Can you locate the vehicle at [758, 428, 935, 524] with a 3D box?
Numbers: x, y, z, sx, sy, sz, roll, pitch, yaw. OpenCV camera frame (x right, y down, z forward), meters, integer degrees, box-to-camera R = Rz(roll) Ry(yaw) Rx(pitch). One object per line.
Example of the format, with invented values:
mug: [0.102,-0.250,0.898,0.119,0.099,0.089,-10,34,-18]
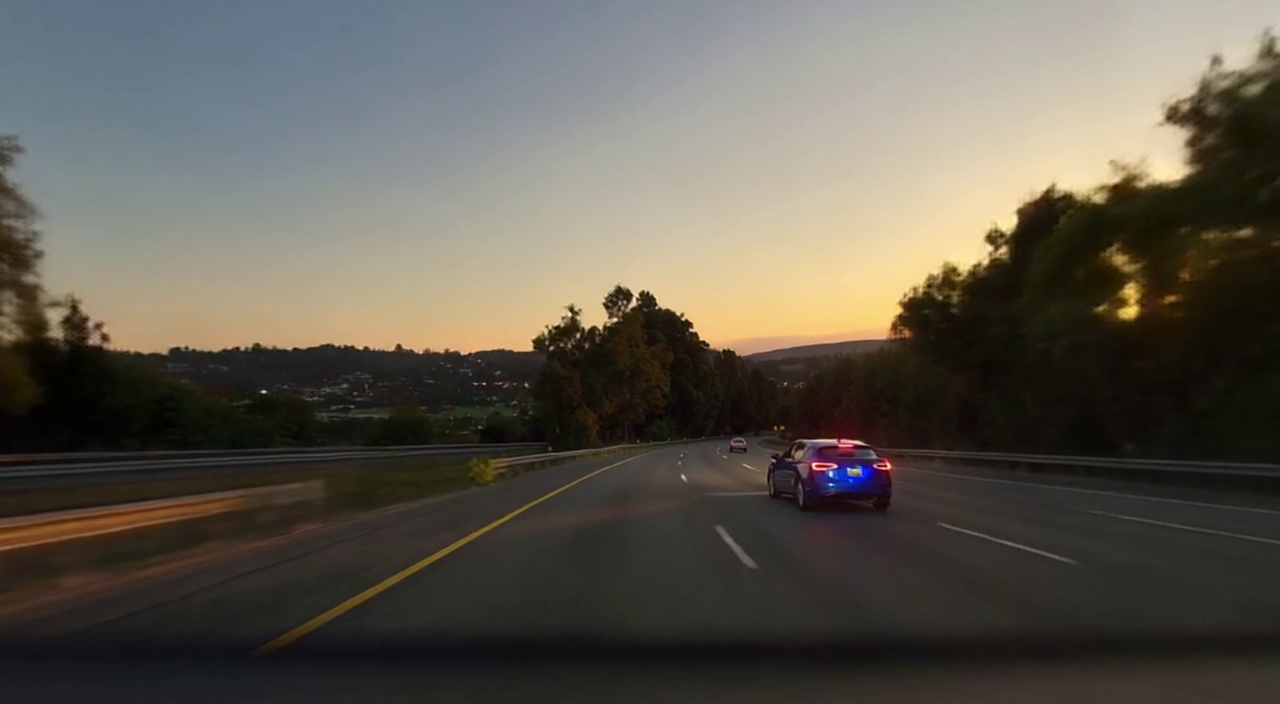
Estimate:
vehicle: [3.787,2.347,12.526,2.050,1.546,4.344,0,-8,0]
